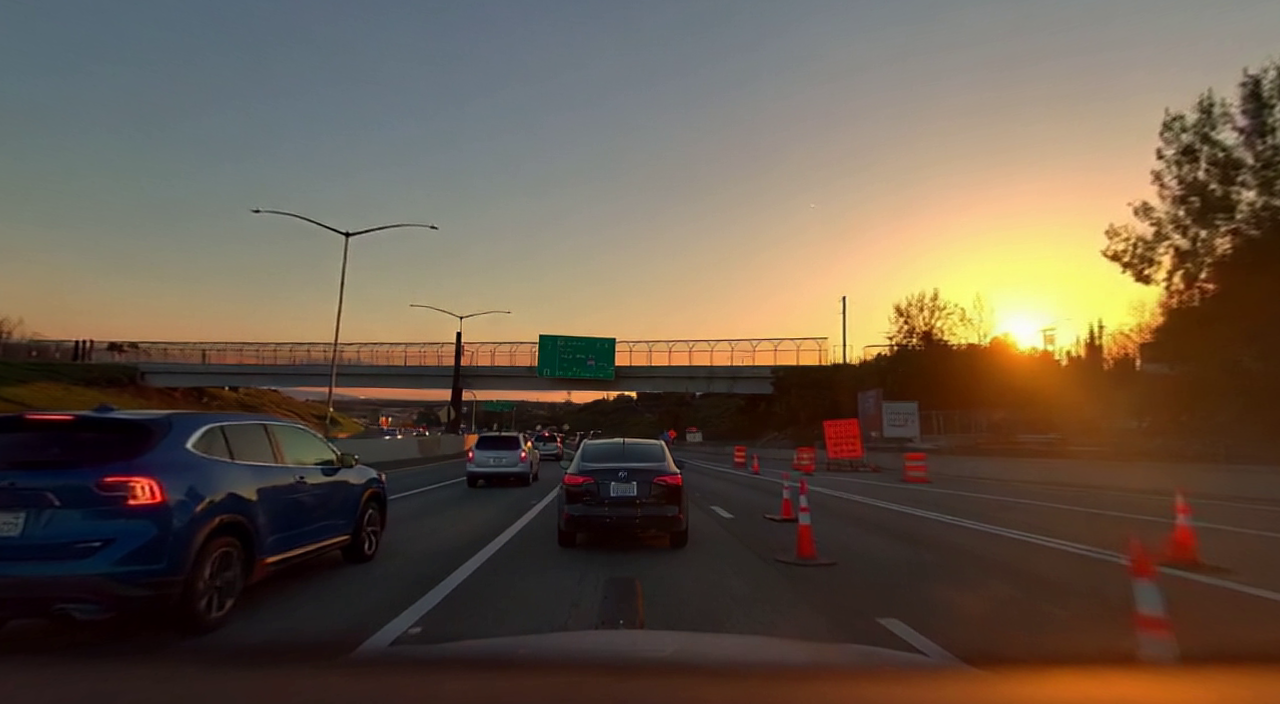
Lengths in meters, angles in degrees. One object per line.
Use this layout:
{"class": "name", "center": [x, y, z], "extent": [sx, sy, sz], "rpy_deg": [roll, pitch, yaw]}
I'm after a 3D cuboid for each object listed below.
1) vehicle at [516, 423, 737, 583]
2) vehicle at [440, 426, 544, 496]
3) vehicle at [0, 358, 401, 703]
{"class": "vehicle", "center": [-0.196, 1.716, 8.006], "extent": [2.069, 1.484, 3.982], "rpy_deg": [0, -8, -2]}
{"class": "vehicle", "center": [-3.990, 3.010, 17.805], "extent": [1.982, 1.727, 4.057], "rpy_deg": [0, -9, -1]}
{"class": "vehicle", "center": [-3.699, 1.177, 5.081], "extent": [2.025, 1.708, 4.089], "rpy_deg": [0, -9, -2]}
